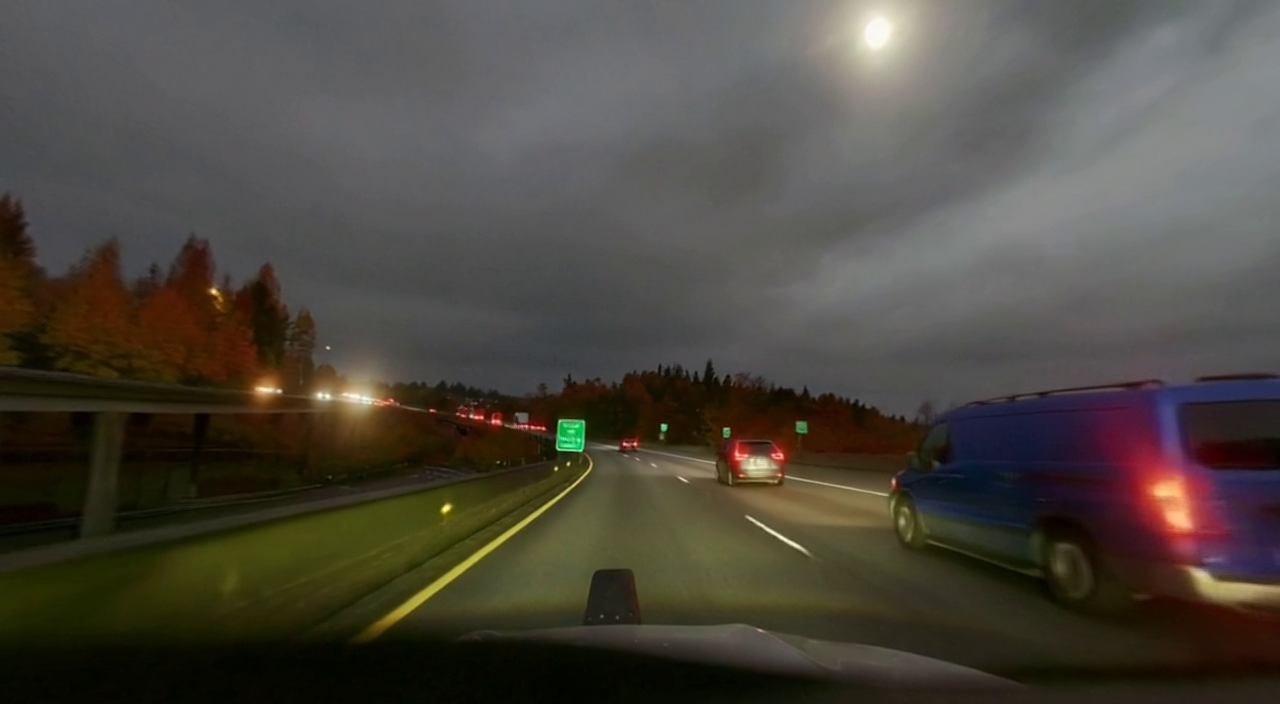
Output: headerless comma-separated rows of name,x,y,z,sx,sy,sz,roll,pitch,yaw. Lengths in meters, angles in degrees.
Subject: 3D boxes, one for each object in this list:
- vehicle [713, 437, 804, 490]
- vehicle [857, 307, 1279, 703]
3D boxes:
vehicle,3.721,3.597,20.473,1.952,1.536,4.036,0,-9,-3
vehicle,3.922,1.118,5.278,2.205,1.923,4.956,0,-9,-2
